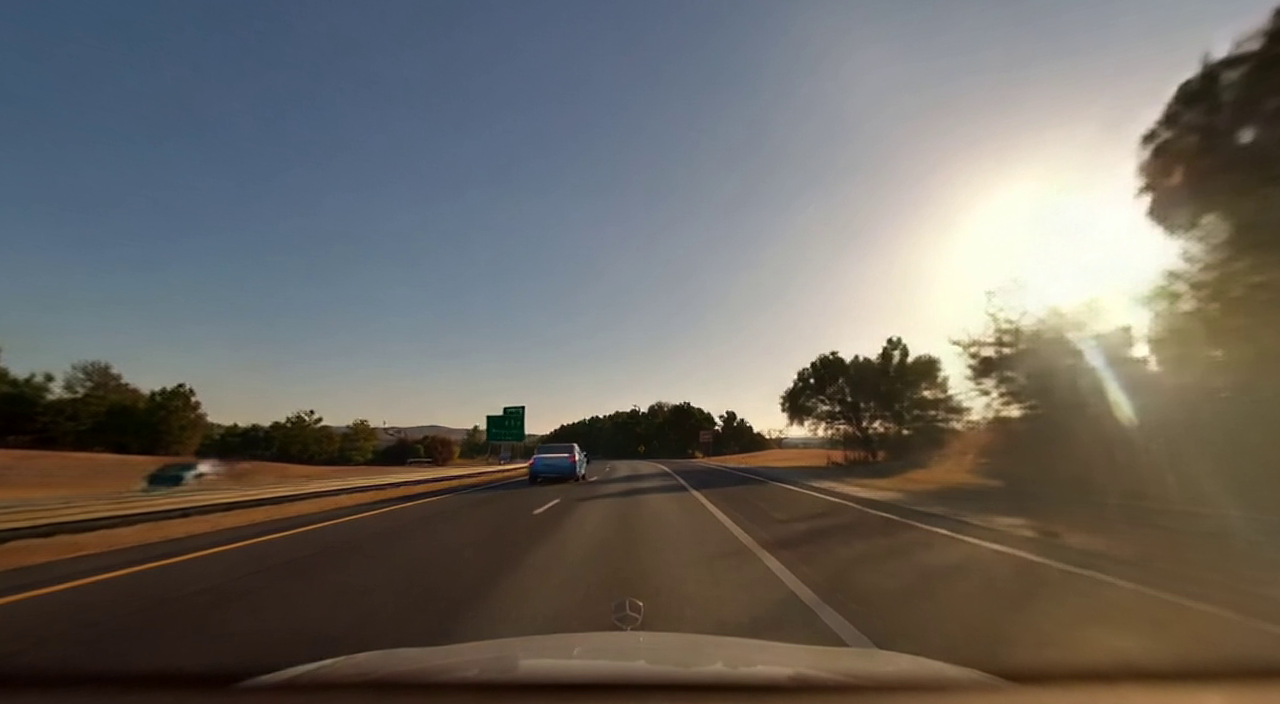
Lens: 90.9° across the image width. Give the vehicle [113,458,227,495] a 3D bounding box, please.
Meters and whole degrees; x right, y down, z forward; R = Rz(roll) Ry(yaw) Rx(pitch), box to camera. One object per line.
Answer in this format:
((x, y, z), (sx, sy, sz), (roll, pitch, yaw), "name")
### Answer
((-22.825, 6.024, 30.908), (1.949, 1.565, 4.686), (0, -9, 0), "vehicle")
